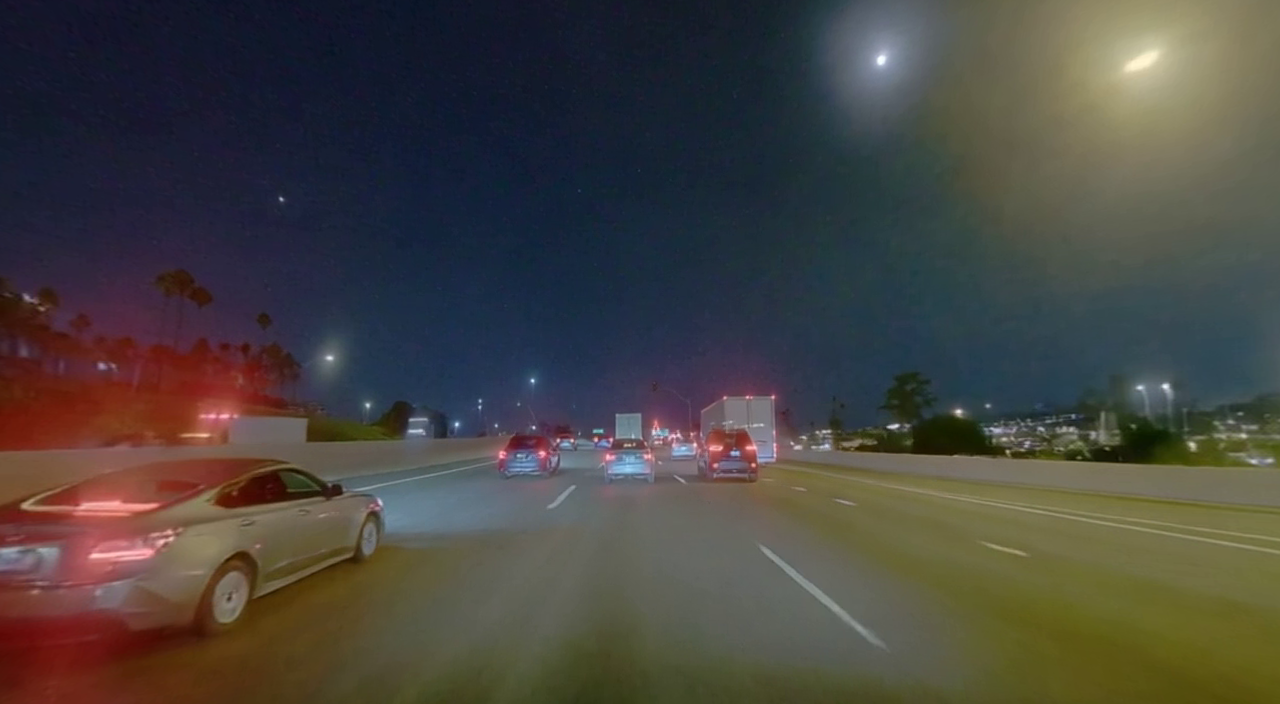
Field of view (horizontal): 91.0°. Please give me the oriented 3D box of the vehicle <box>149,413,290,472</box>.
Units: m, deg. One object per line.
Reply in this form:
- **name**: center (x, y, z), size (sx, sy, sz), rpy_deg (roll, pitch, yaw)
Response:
- **vehicle**: center (-30.430, 6.710, 46.572), size (2.839, 3.817, 11.855), rpy_deg (0, -8, -3)

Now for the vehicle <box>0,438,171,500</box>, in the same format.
- **vehicle**: center (-19.021, 3.954, 21.809), size (2.038, 1.886, 4.746), rpy_deg (0, -8, -4)

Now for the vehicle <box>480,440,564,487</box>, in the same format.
- **vehicle**: center (-3.910, 3.755, 21.608), size (1.998, 1.423, 4.436), rpy_deg (0, -8, 0)

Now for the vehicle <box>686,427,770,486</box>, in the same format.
- **vehicle**: center (2.951, 3.642, 22.238), size (2.173, 1.870, 4.499), rpy_deg (0, -8, -2)

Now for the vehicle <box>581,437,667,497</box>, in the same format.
- **vehicle**: center (-0.415, 3.152, 17.654), size (2.136, 1.470, 3.971), rpy_deg (0, -8, 0)
